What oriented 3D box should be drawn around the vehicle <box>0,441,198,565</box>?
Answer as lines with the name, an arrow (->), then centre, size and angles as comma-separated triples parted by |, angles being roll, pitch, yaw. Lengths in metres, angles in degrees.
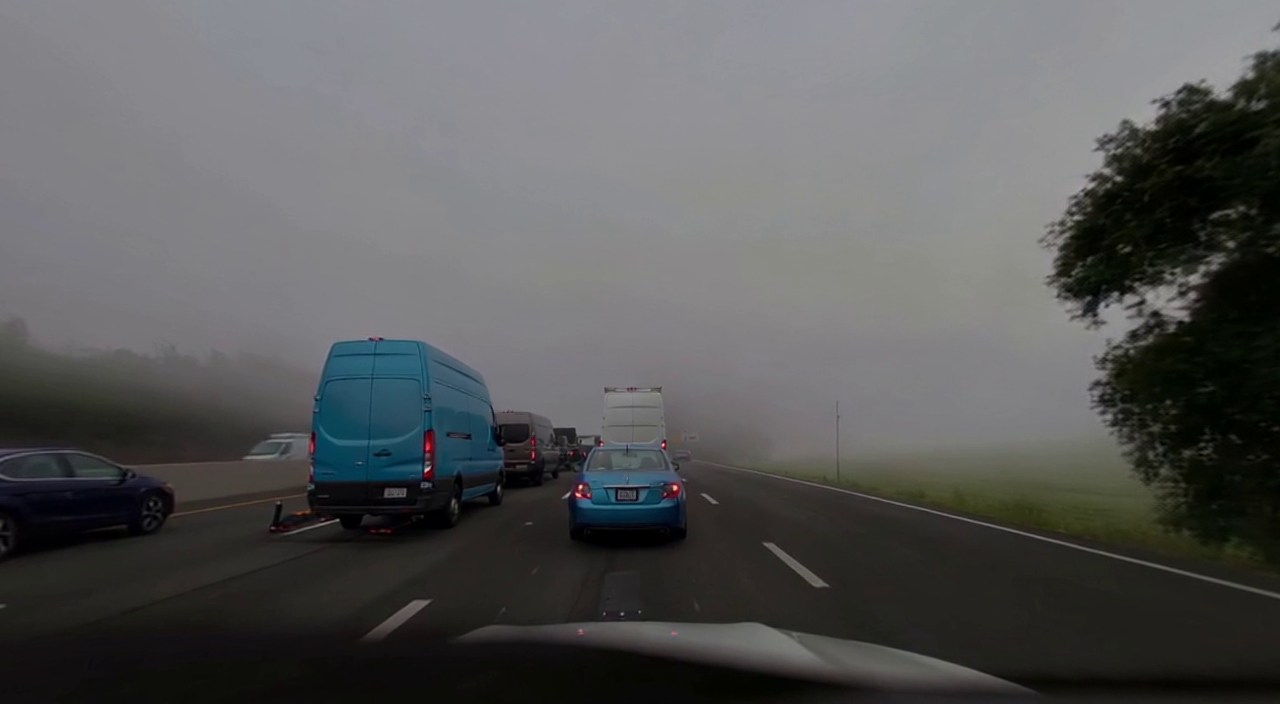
vehicle -> -8.825, 2.042, 8.885 | 1.899, 1.503, 4.466 | -1, -9, 1

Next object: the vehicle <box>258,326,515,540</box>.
vehicle -> -4.072, 1.578, 11.928 | 2.254, 2.879, 6.656 | 0, -9, -2

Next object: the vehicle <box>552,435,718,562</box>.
vehicle -> -0.094, 2.040, 9.387 | 1.995, 1.495, 3.380 | 0, -9, -1
